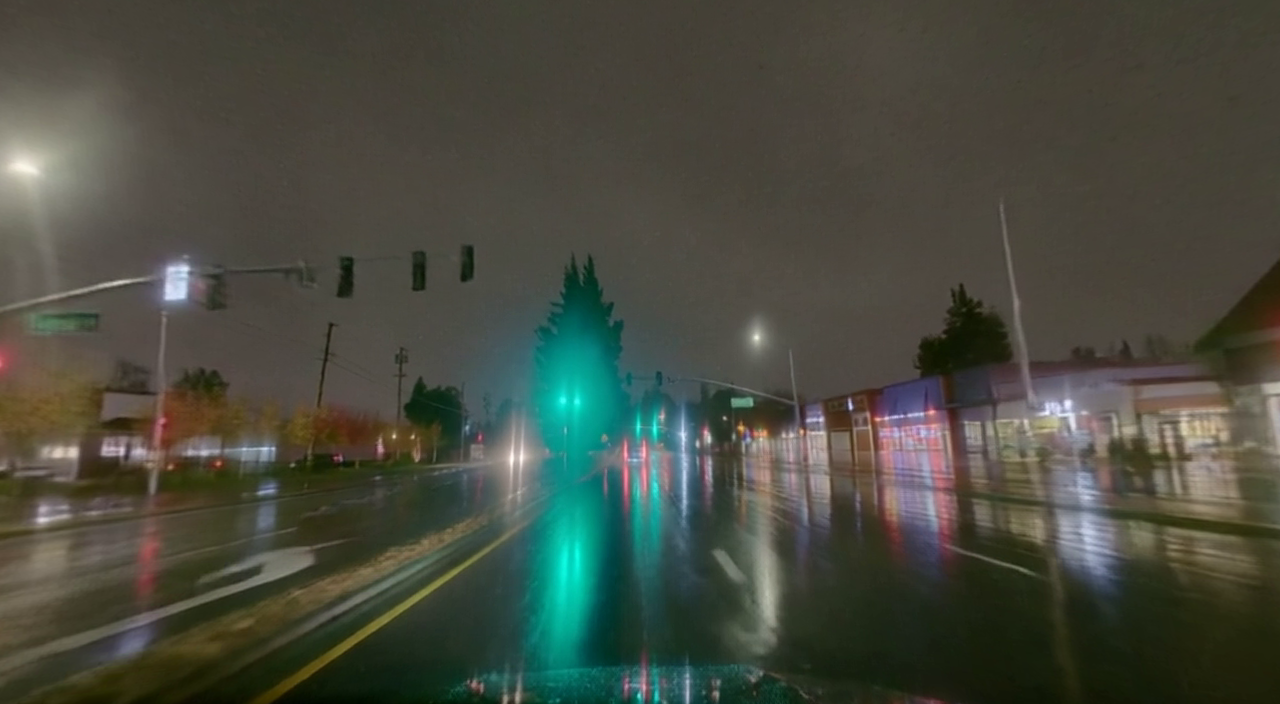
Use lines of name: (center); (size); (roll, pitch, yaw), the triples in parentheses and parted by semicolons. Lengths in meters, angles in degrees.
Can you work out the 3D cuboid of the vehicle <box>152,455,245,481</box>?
vehicle: (-31.113, 8.194, 44.639); (4.919, 1.720, 2.217); (0, -8, 0)
